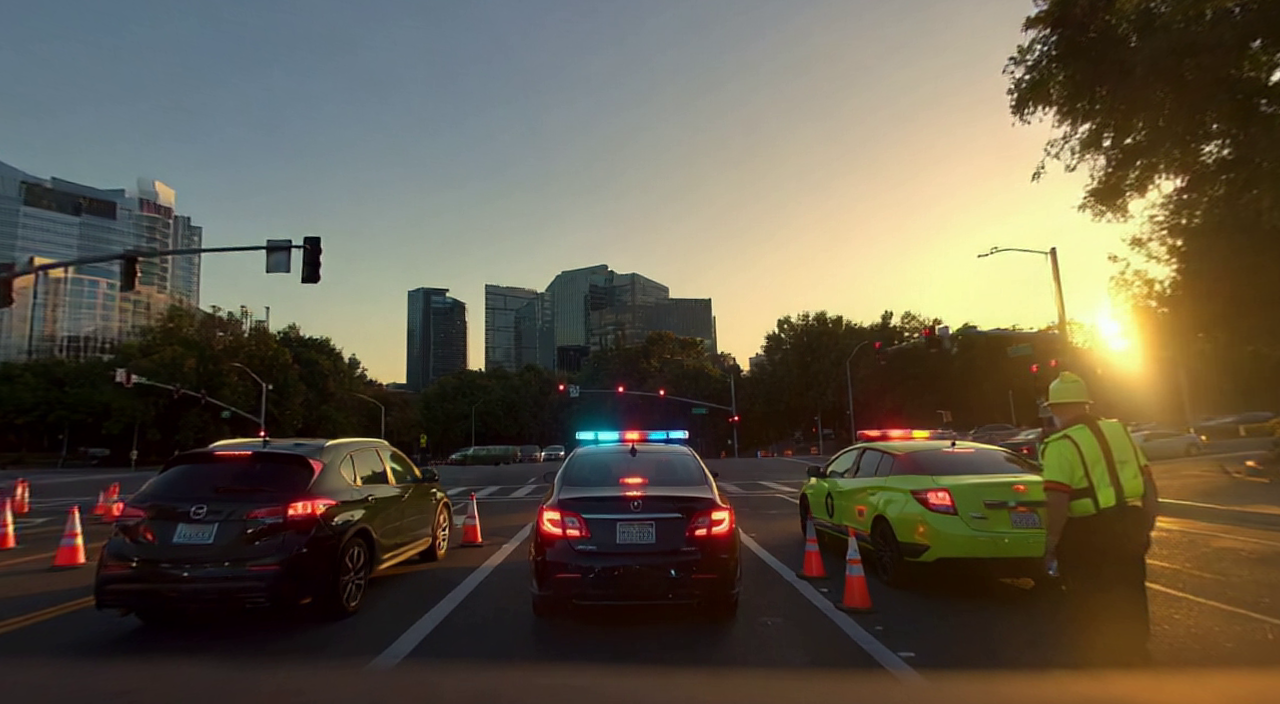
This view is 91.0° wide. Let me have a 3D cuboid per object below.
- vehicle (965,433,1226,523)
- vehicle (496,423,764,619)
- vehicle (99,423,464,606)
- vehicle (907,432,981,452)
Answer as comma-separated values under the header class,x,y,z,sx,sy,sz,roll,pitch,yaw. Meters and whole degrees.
class,x,y,z,sx,sy,sz,roll,pitch,yaw
vehicle,9.359,2.586,13.595,1.957,1.576,4.670,0,-9,-3
vehicle,-0.123,1.631,7.102,2.061,1.486,4.332,0,-8,-1
vehicle,-3.607,1.680,7.387,1.863,1.526,4.006,0,-8,1
vehicle,24.039,7.132,49.852,4.827,1.484,1.883,0,-9,1
